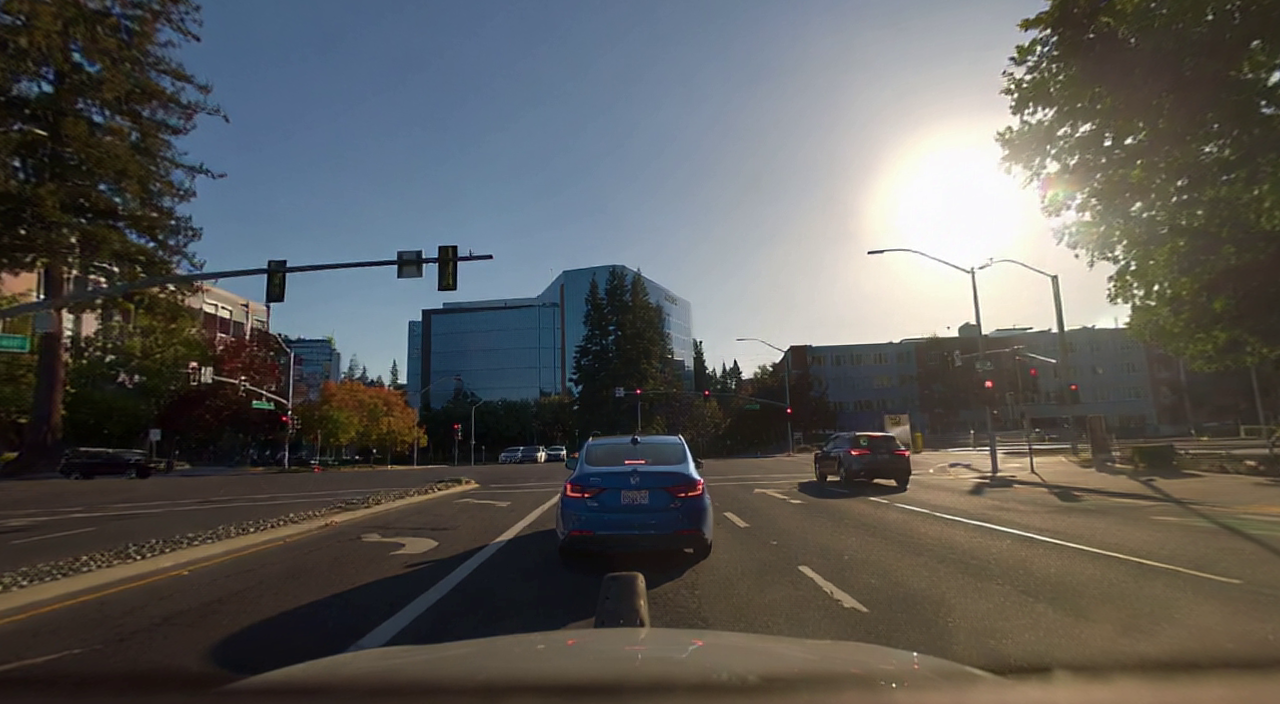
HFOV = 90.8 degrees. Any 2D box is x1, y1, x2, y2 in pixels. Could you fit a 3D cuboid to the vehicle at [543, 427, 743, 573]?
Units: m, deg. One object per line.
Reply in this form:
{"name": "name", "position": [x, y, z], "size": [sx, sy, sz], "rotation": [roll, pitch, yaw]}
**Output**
{"name": "vehicle", "position": [-0.022, 1.848, 8.725], "size": [2.070, 1.488, 4.206], "rotation": [0, -8, -2]}

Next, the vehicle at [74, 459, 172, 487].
{"name": "vehicle", "position": [-32.378, 7.548, 39.655], "size": [4.401, 1.625, 1.863], "rotation": [0, -8, -4]}

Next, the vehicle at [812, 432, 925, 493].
{"name": "vehicle", "position": [7.061, 3.442, 20.066], "size": [2.039, 1.692, 4.319], "rotation": [0, -8, 1]}
